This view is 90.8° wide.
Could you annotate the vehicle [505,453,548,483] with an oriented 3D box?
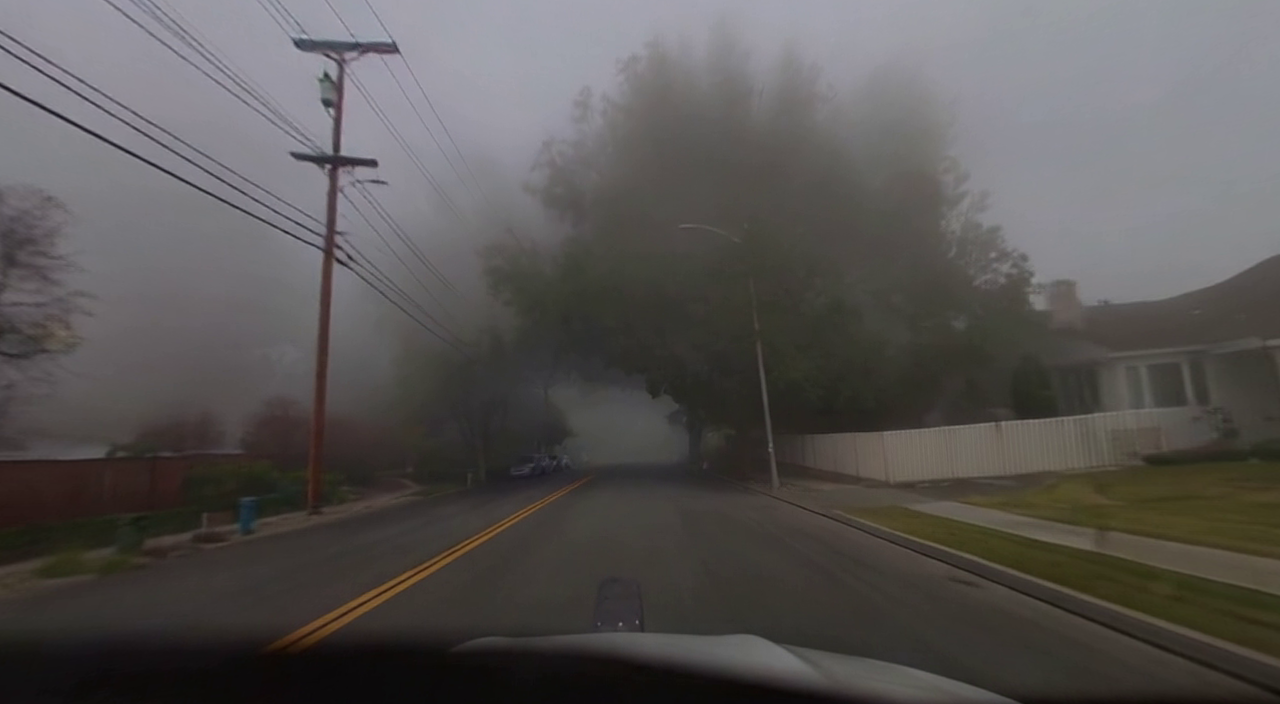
[{"bbox_3d":[-7.275,7.469,40.899,1.869,1.442,4.344,-9,-8,-1],"label":"vehicle"}]
